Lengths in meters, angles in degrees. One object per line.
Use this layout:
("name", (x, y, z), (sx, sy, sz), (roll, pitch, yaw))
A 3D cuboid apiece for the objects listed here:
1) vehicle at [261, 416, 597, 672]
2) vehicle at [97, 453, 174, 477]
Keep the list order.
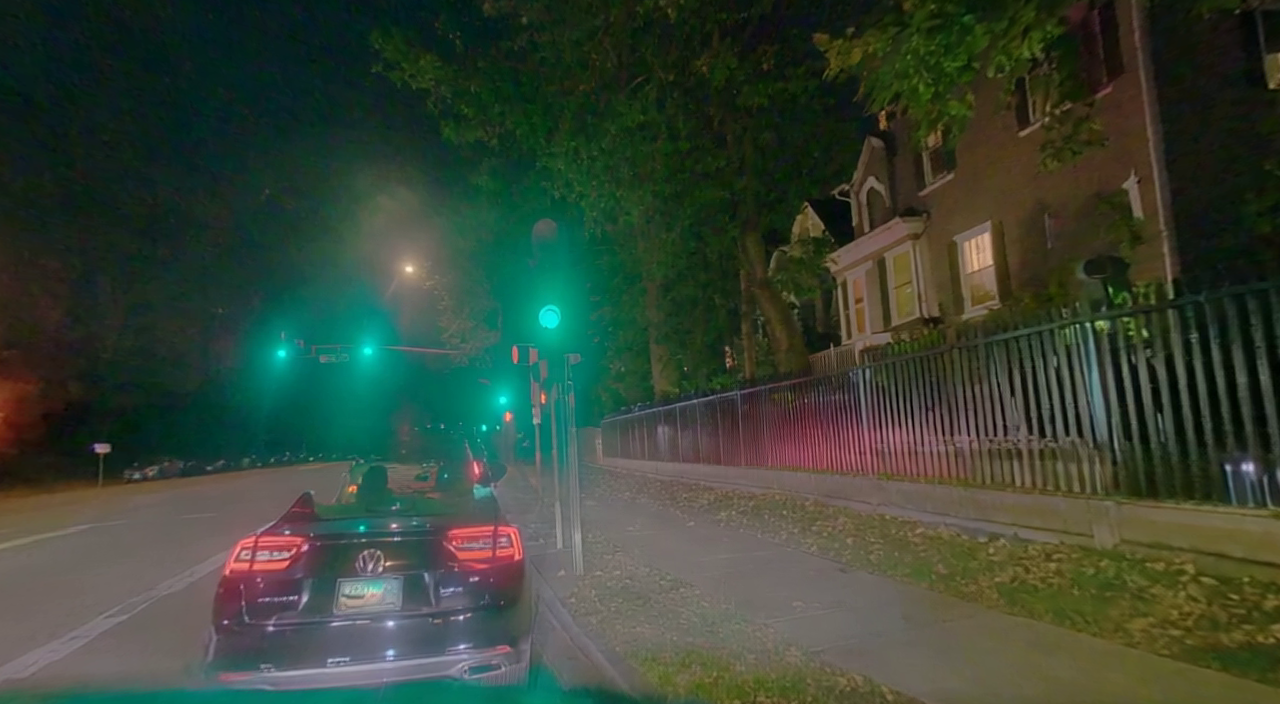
("vehicle", (-1.834, 1.448, 5.881), (2.024, 1.502, 3.702), (3, -9, -18))
("vehicle", (-37.411, 8.393, 46.946), (3.959, 1.680, 1.785), (2, -9, -12))
